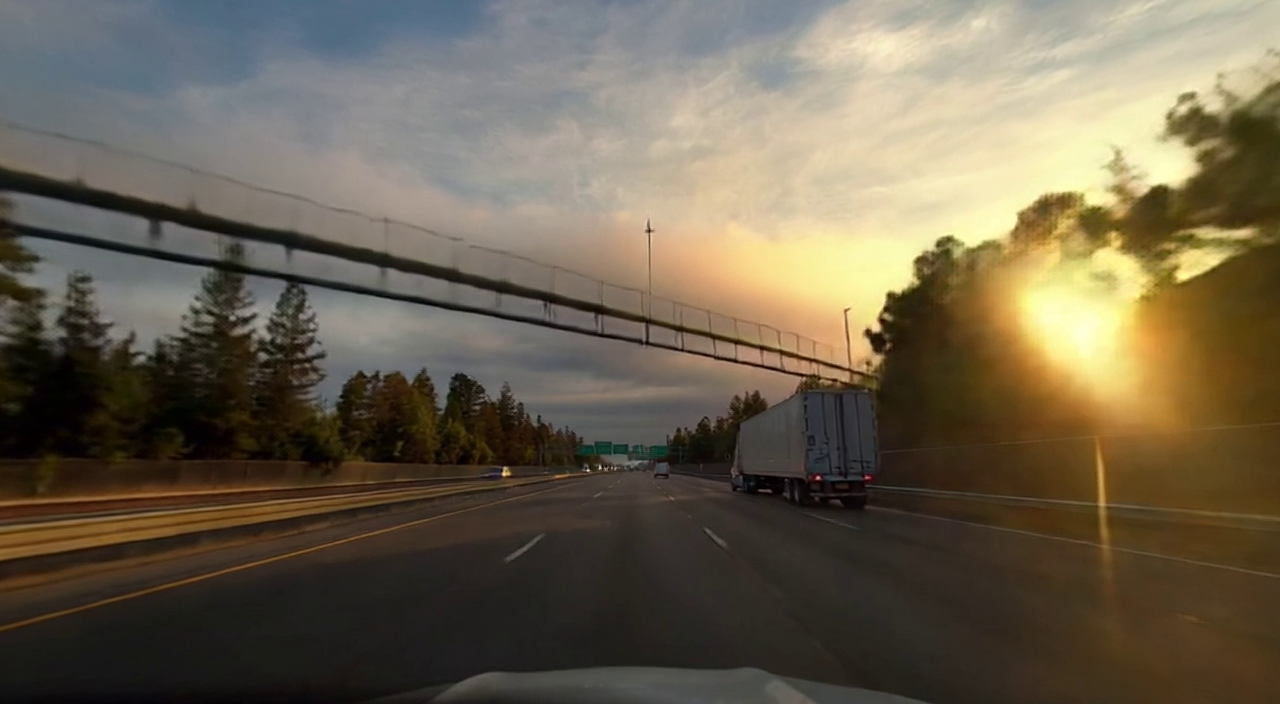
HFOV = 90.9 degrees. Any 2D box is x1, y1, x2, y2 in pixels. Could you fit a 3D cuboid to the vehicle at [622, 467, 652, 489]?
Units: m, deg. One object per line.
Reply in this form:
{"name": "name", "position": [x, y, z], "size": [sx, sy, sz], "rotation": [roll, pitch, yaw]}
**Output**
{"name": "vehicle", "position": [-0.216, 9.024, 45.332], "size": [2.029, 1.459, 3.684], "rotation": [1, -10, -1]}

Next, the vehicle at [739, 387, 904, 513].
{"name": "vehicle", "position": [7.006, 4.459, 27.526], "size": [2.926, 4.073, 13.836], "rotation": [1, -10, -1]}
